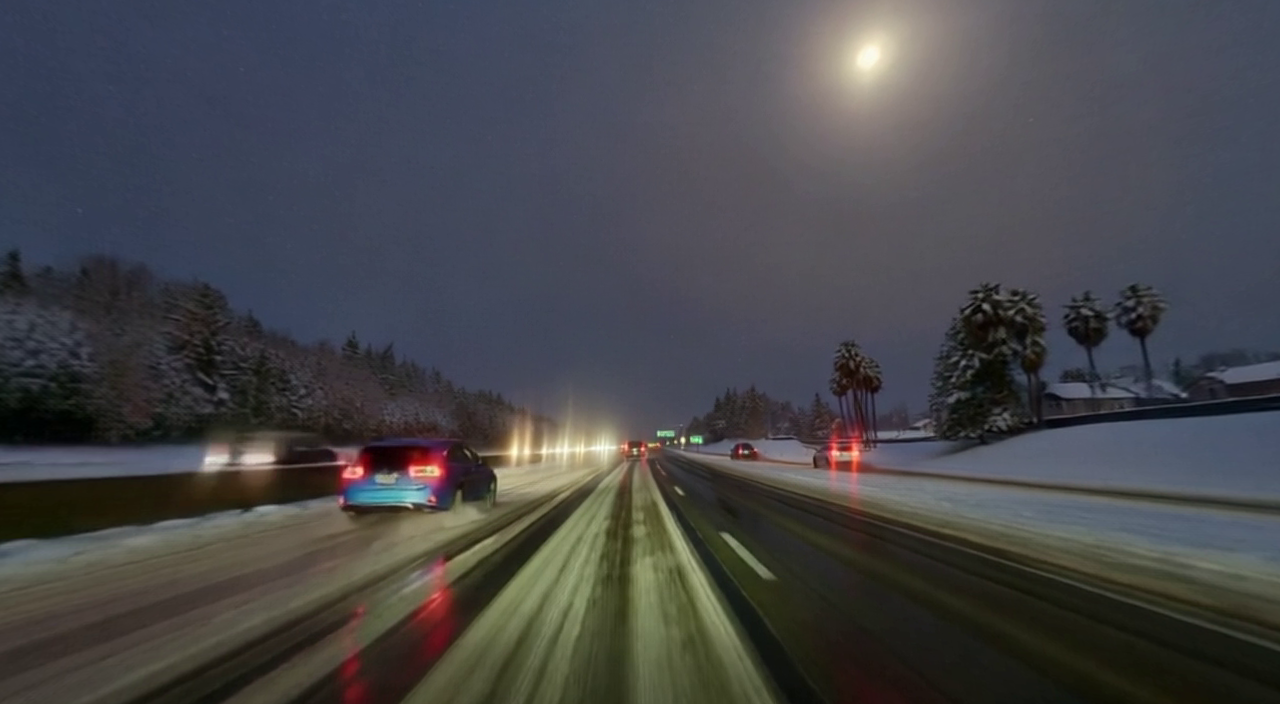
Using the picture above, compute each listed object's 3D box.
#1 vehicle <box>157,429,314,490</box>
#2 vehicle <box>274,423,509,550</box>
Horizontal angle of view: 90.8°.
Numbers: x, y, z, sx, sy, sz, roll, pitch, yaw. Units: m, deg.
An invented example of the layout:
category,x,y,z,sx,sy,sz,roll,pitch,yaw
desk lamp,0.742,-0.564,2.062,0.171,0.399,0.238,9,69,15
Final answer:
category,x,y,z,sx,sy,sz,roll,pitch,yaw
vehicle,-13.647,3.665,21.805,2.244,1.862,4.774,0,-8,0
vehicle,-3.679,2.070,10.480,1.996,1.617,4.637,0,-8,0
